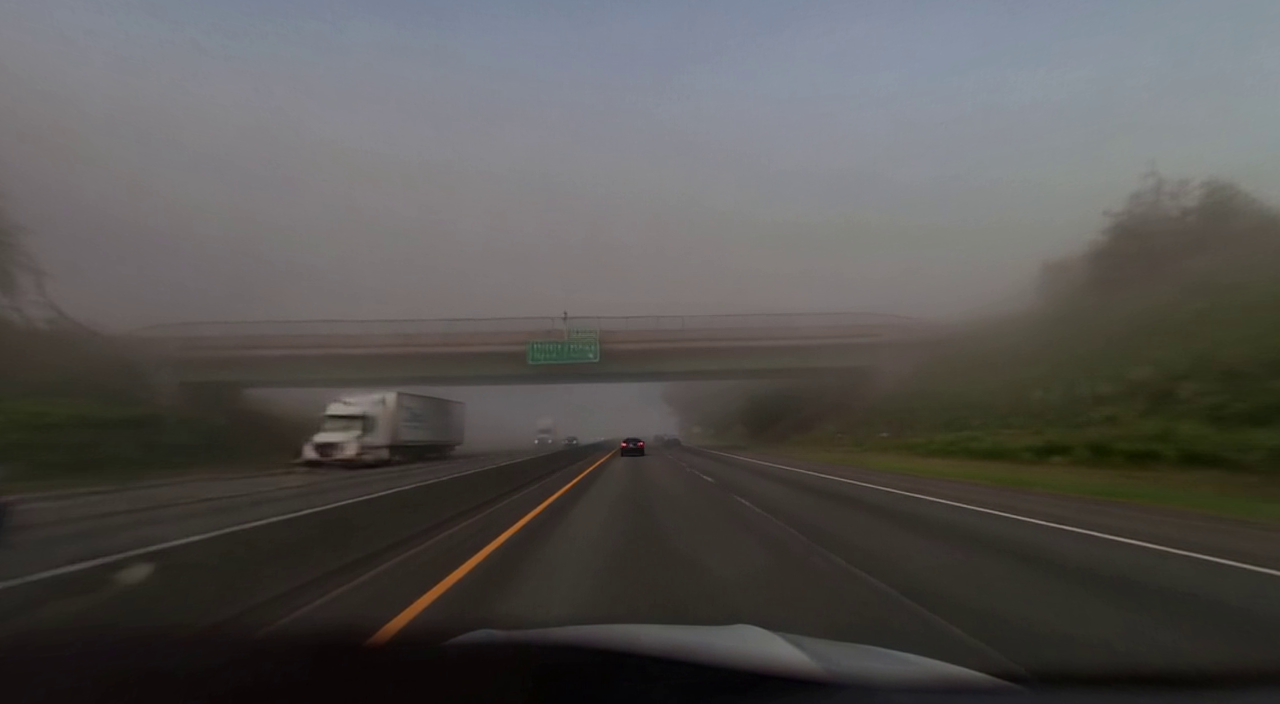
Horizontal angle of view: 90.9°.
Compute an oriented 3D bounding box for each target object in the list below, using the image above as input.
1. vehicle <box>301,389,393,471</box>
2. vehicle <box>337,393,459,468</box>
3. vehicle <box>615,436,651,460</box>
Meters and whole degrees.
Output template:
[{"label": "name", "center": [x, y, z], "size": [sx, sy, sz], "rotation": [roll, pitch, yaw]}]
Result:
[{"label": "vehicle", "center": [-14.092, 3.780, 30.543], "size": [3.005, 3.782, 2.671], "rotation": [0, -8, -1]}, {"label": "vehicle", "center": [-14.178, 4.814, 38.374], "size": [2.764, 3.825, 11.730], "rotation": [0, -8, 0]}, {"label": "vehicle", "center": [-0.436, 5.671, 37.426], "size": [1.996, 1.325, 4.029], "rotation": [0, -7, -1]}]
